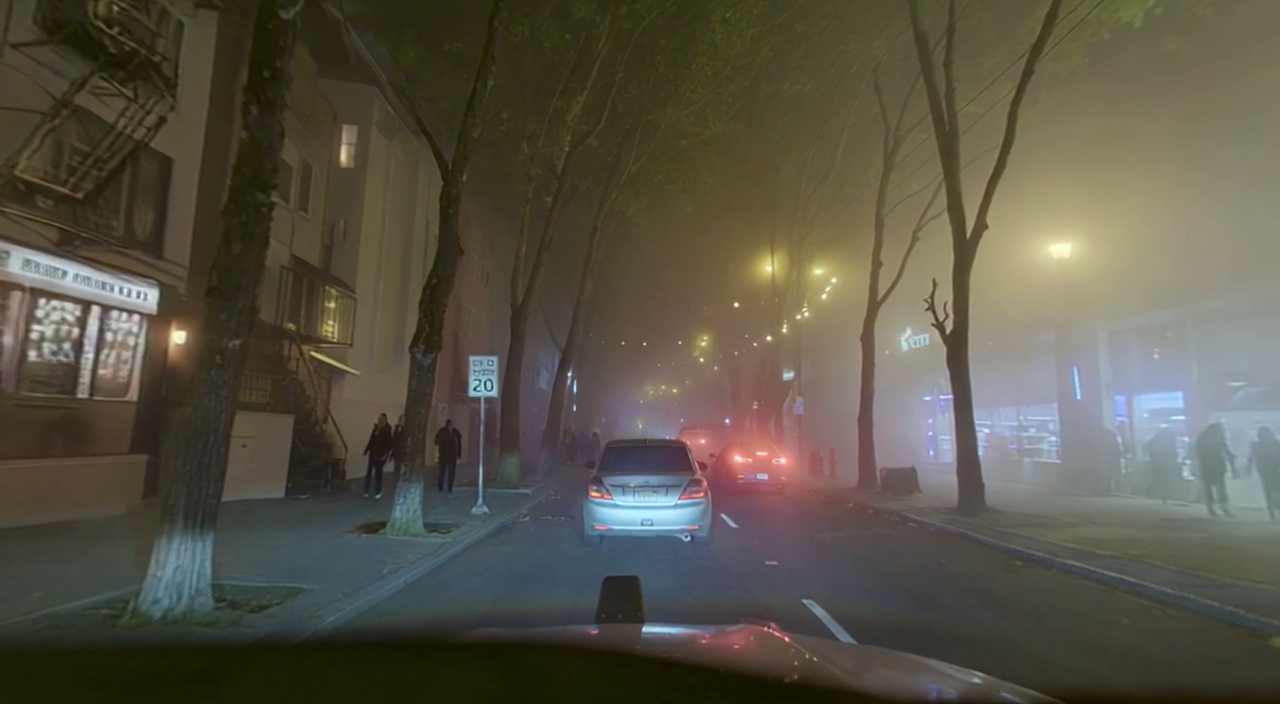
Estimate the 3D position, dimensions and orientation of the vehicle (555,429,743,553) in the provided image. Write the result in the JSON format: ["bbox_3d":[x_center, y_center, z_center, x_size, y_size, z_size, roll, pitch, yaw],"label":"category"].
[{"bbox_3d":[0.062,1.984,9.730,2.261,1.474,4.130,0,-9,-1],"label":"vehicle"}]

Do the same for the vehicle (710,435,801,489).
[{"bbox_3d":[3.576,3.507,20.450,2.025,1.523,4.426,0,-9,-1],"label":"vehicle"}]
